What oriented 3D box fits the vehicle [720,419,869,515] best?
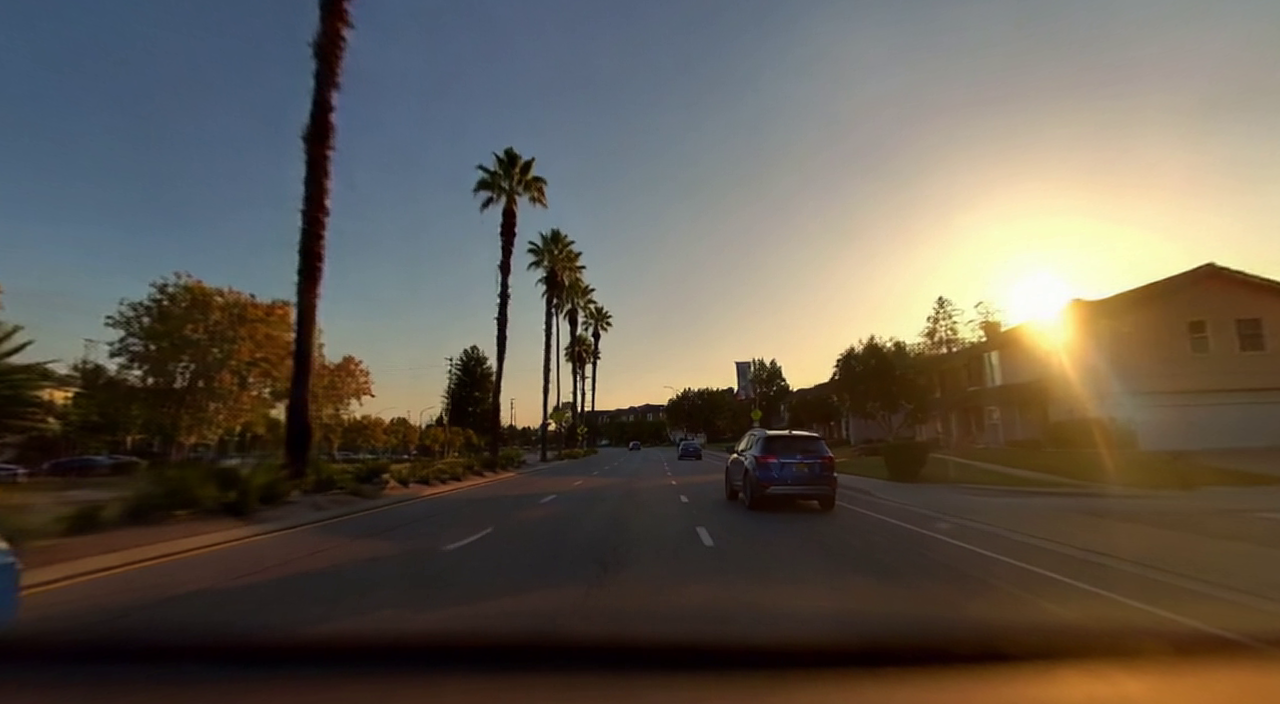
[{"bbox_3d":[3.227,2.521,14.287,2.195,1.804,4.658,0,-8,0],"label":"vehicle"}]

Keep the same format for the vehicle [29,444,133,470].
[{"bbox_3d":[-35.342,6.633,39.774,4.684,1.531,2.188,-1,-8,5],"label":"vehicle"}]

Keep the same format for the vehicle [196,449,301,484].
[{"bbox_3d":[-18.530,5.428,30.006,1.900,1.476,4.746,0,-8,1],"label":"vehicle"}]
